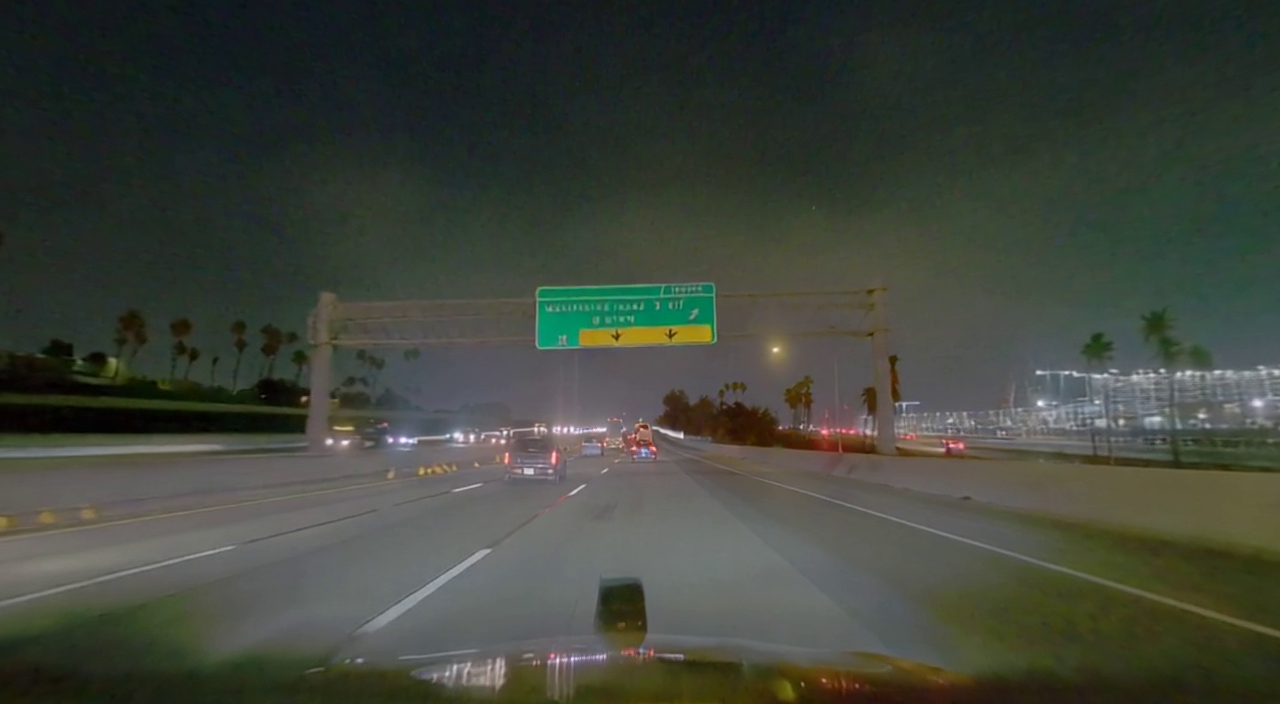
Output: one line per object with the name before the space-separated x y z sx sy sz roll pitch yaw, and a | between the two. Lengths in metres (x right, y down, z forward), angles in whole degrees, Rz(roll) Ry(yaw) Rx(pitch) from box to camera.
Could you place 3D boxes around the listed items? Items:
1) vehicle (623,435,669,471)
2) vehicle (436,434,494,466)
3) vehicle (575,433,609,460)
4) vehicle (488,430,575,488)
vehicle | 0.285 5.045 31.700 2.136 1.678 4.052 -1 -9 0
vehicle | -10.749 6.052 39.104 2.104 1.818 4.721 -1 -9 1
vehicle | -3.647 7.325 49.054 2.203 1.958 4.848 -1 -9 1
vehicle | -3.579 3.634 21.708 2.108 1.740 4.549 -1 -9 1
